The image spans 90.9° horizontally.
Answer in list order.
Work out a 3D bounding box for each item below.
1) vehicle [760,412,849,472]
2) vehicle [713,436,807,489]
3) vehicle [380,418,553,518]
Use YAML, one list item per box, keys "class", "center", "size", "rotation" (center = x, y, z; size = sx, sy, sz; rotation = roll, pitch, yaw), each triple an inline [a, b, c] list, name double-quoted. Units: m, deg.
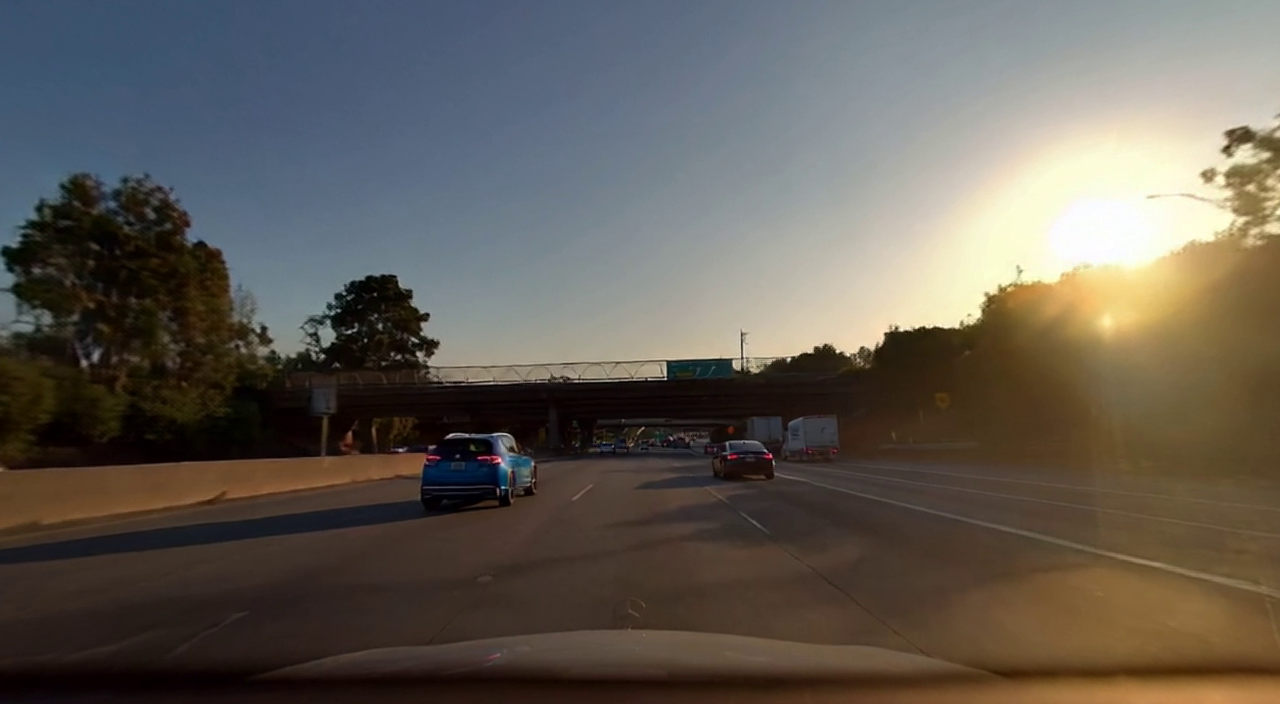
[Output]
- class: "vehicle"
  center: [7.730, 4.346, 30.288]
  size: [2.729, 2.628, 4.875]
  rotation: [0, -9, -2]
- class: "vehicle"
  center: [3.700, 3.526, 20.420]
  size: [2.080, 1.493, 4.674]
  rotation: [0, -9, 0]
- class: "vehicle"
  center: [-3.484, 2.482, 13.998]
  size: [2.218, 1.764, 5.229]
  rotation: [0, -9, 2]
